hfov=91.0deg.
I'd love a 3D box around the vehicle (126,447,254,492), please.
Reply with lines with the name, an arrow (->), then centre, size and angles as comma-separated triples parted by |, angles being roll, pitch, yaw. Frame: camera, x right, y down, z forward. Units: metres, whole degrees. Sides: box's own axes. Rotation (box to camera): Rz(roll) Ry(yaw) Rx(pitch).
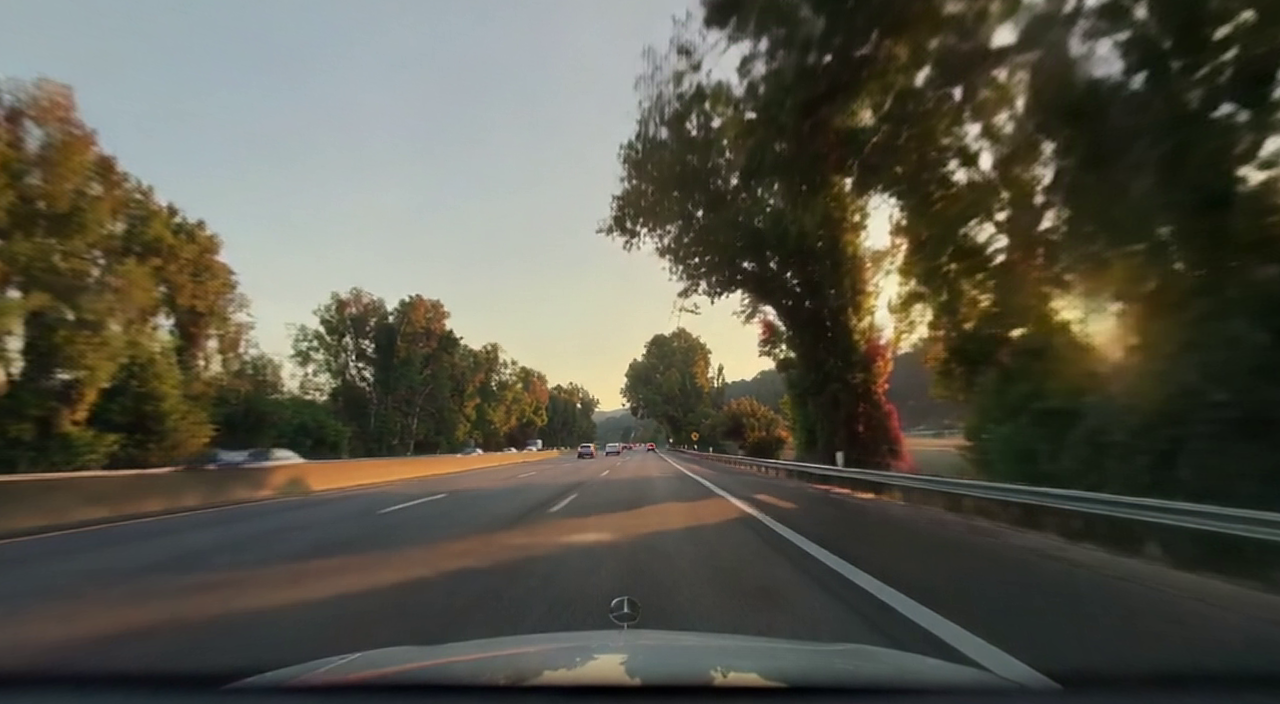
vehicle -> -15.751, 4.080, 22.302 | 1.693, 1.418, 3.862 | 0, -8, 0
